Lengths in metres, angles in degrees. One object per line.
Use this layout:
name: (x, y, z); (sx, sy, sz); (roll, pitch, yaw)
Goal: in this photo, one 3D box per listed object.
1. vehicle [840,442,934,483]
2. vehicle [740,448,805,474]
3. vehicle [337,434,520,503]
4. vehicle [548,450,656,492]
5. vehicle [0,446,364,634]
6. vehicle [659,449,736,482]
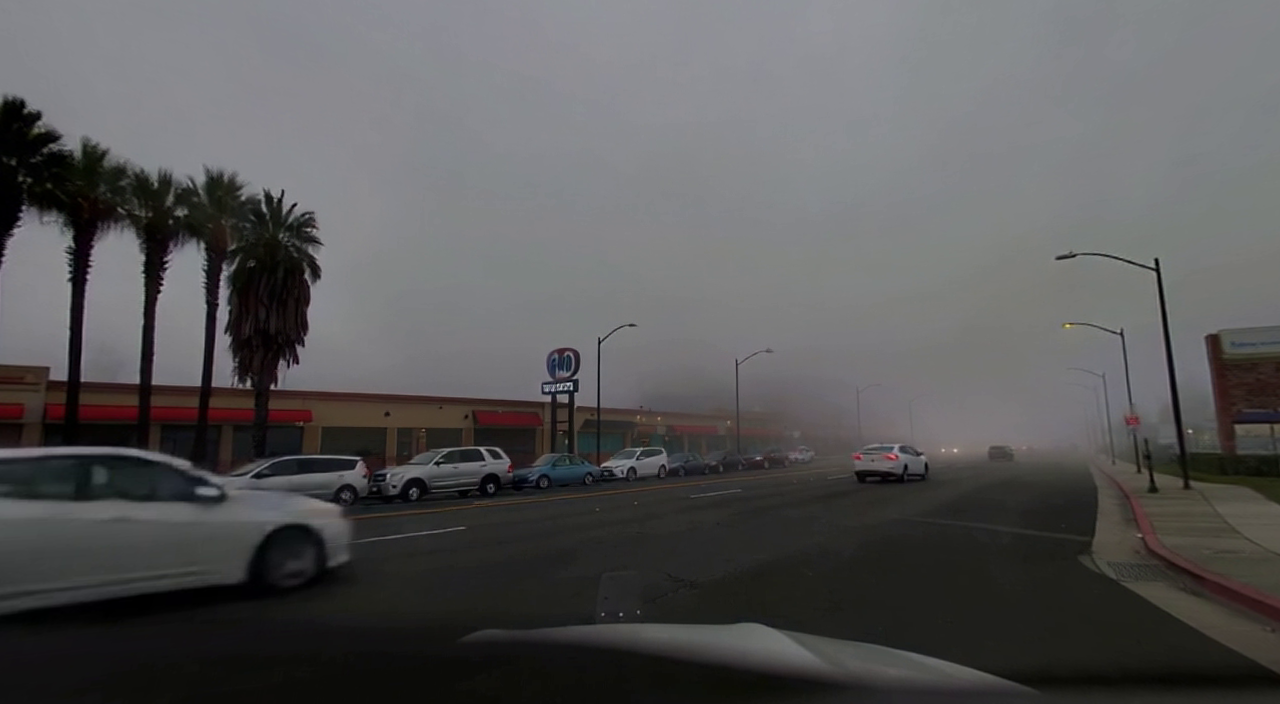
vehicle: (10.492, 4.577, 26.472); (2.232, 1.513, 5.090); (-6, -11, 37)
vehicle: (8.056, 6.537, 38.051); (1.981, 1.493, 4.721); (-6, -11, 36)
vehicle: (-6.167, 3.593, 18.990); (1.989, 1.792, 4.884); (-9, -15, 35)
vehicle: (-1.386, 4.648, 25.001); (1.837, 1.468, 4.389); (-6, -11, 37)
vehicle: (-5.560, 1.637, 6.009); (4.918, 1.461, 2.139); (7, -11, -36)
vehicle: (2.876, 5.495, 30.843); (1.776, 1.448, 4.137); (-6, -11, 37)
